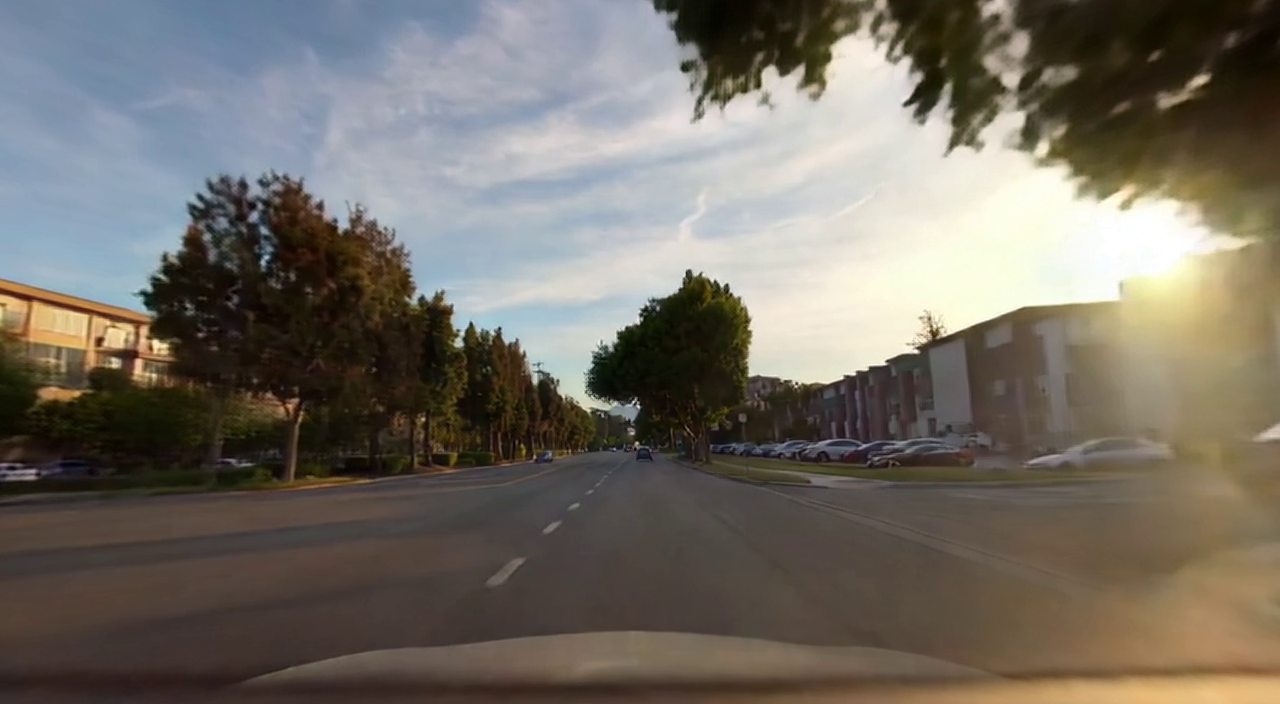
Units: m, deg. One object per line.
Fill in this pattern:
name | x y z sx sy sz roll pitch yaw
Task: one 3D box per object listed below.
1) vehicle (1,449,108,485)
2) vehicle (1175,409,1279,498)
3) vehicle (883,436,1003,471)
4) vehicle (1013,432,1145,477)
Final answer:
vehicle | -38.650 7.574 41.736 4.529 2.241 2.471 0 -8 -1
vehicle | 15.473 2.236 14.358 4.655 1.828 2.223 -1 -8 -6
vehicle | 14.746 4.973 30.861 4.854 1.649 1.886 0 -9 -2
vehicle | 18.785 4.400 27.349 1.991 1.682 4.877 -3 -8 -3
